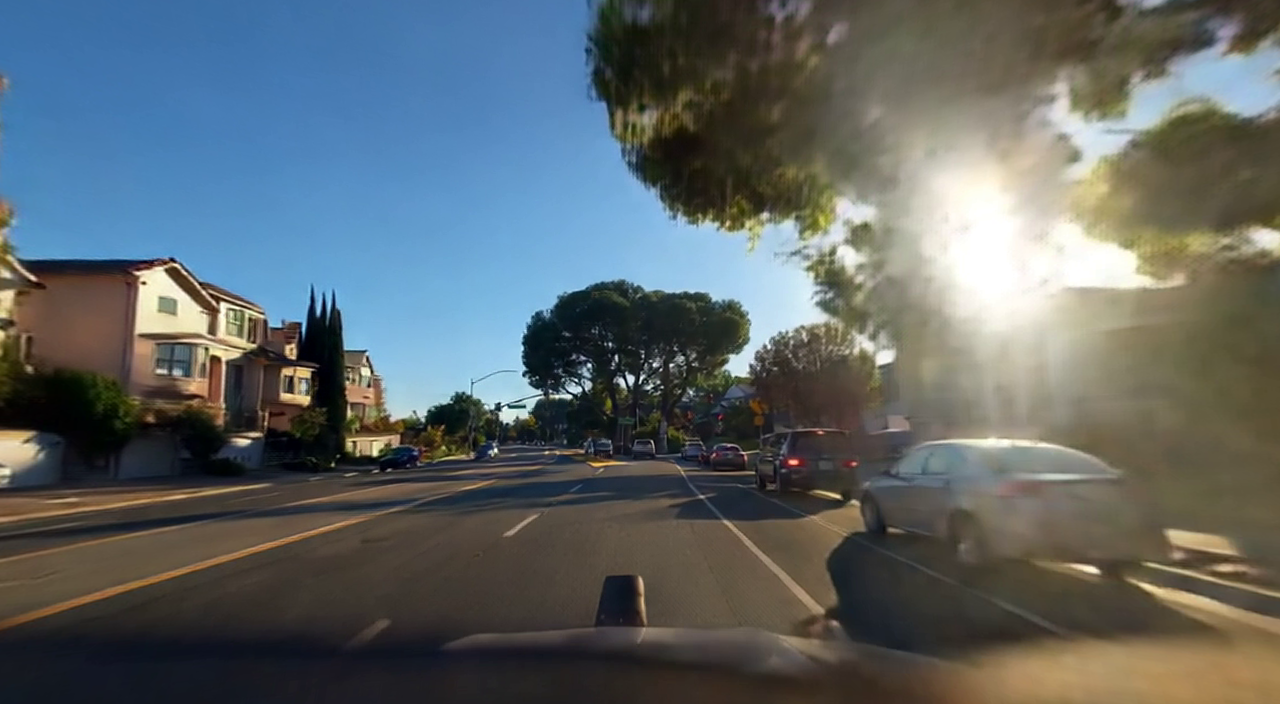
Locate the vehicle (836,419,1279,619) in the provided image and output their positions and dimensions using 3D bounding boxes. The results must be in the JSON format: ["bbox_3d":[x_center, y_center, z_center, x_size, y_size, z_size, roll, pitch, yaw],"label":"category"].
[{"bbox_3d":[3.934,1.584,7.043,1.956,1.468,4.524,0,-8,-1],"label":"vehicle"}]

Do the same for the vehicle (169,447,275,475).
[{"bbox_3d":[-22.343,5.834,33.874,4.397,1.423,1.789,0,-8,2],"label":"vehicle"}]

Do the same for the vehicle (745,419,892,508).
[{"bbox_3d":[4.002,2.601,15.100,2.069,1.780,4.480,0,-8,-1],"label":"vehicle"}]

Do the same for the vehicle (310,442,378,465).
[{"bbox_3d":[-22.144,7.596,47.314,4.091,1.614,1.910,0,-8,-1],"label":"vehicle"}]

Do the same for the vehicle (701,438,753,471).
[{"bbox_3d":[4.191,5.016,31.163,1.964,1.485,4.454,0,-8,0],"label":"vehicle"}]

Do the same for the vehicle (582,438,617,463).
[{"bbox_3d":[-2.559,6.388,40.941,1.986,1.508,4.261,0,-8,0],"label":"vehicle"}]

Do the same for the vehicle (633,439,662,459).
[{"bbox_3d":[0.573,7.430,48.463,2.081,1.475,4.361,0,-8,0],"label":"vehicle"}]
